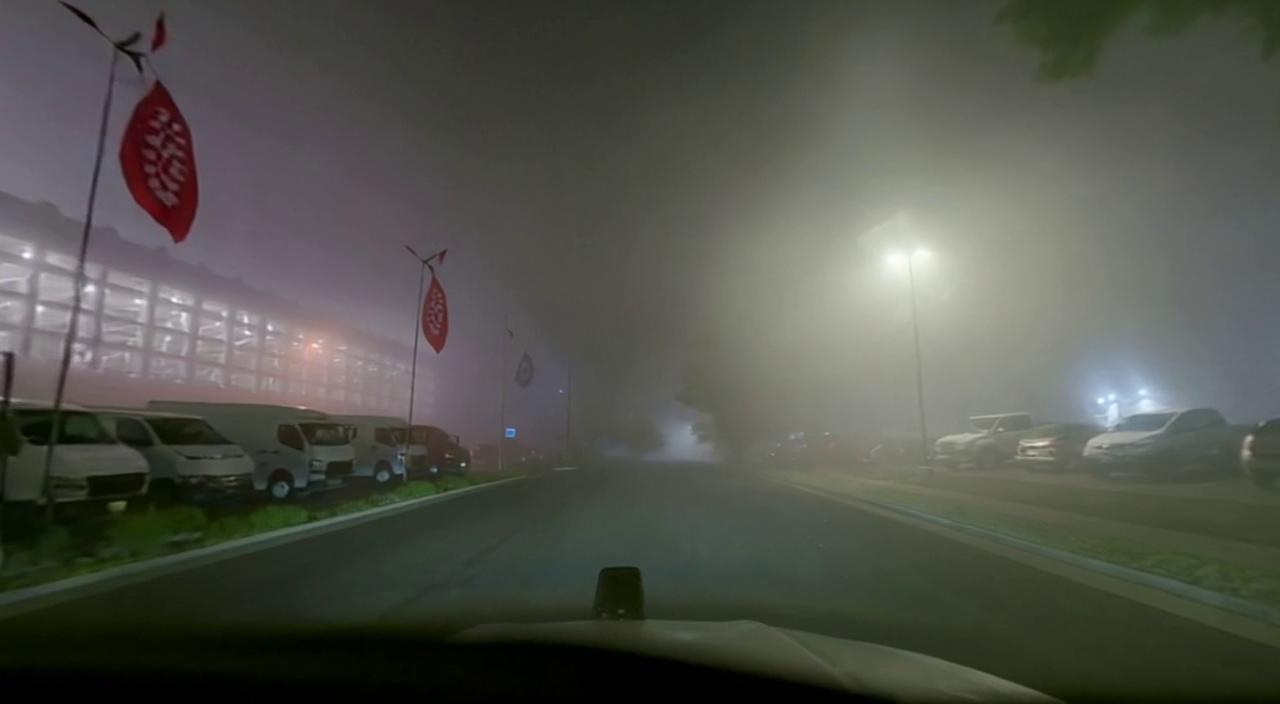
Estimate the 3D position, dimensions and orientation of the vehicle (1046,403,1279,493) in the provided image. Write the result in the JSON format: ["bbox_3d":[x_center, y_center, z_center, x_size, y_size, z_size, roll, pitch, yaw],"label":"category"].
[{"bbox_3d":[12.178,2.175,14.478,5.427,1.722,2.235,4,-9,-27],"label":"vehicle"}]

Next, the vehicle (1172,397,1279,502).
[{"bbox_3d":[12.342,1.742,11.477,4.766,1.676,2.167,4,-9,-26],"label":"vehicle"}]

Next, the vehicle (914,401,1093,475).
[{"bbox_3d":[12.283,2.901,21.249,6.017,2.202,2.328,4,-10,-29],"label":"vehicle"}]

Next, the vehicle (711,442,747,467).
[{"bbox_3d":[6.299,7.283,45.139,2.026,1.659,4.314,0,-8,2],"label":"vehicle"}]
